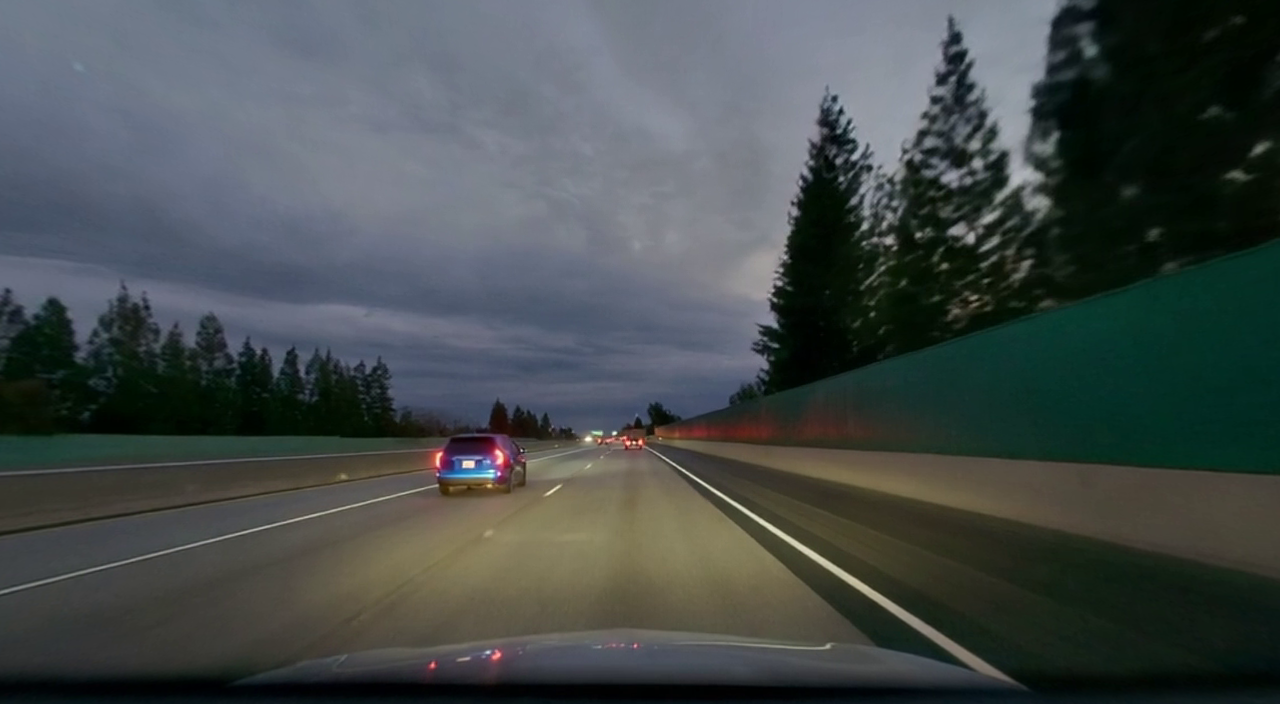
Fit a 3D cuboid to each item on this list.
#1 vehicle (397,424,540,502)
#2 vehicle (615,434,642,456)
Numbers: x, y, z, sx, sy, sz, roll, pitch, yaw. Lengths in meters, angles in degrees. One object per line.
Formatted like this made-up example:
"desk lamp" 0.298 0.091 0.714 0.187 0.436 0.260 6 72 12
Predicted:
"vehicle" -3.784 2.518 14.916 2.072 1.545 4.767 0 -8 0
"vehicle" -0.827 6.484 44.111 1.836 1.450 3.519 0 -8 -1
